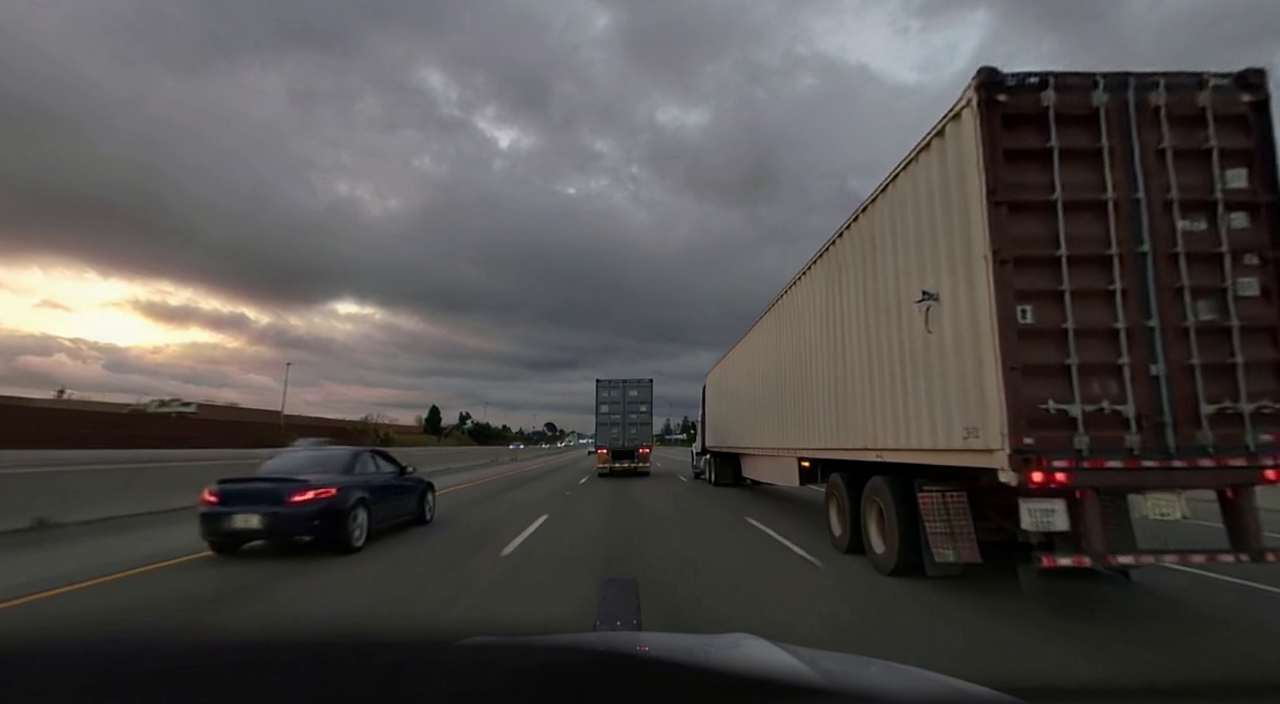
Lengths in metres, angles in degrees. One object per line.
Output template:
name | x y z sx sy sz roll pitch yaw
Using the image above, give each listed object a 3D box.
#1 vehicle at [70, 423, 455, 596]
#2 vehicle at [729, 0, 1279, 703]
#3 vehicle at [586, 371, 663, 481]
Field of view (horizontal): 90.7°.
vehicle | -3.965 1.717 7.858 1.994 1.471 4.591 0 -9 -1
vehicle | 3.801 0.680 9.667 2.803 4.072 12.744 0 -9 -1
vehicle | -0.519 3.661 29.822 2.841 4.071 12.046 -1 -9 1
